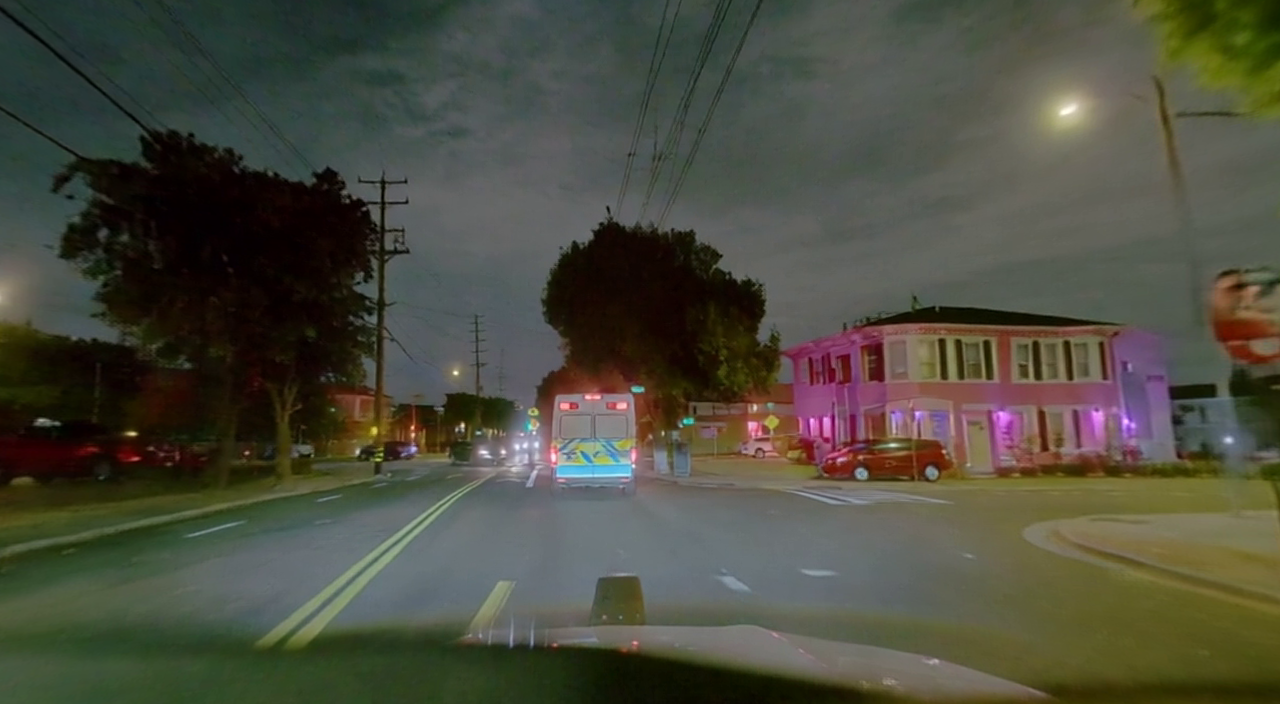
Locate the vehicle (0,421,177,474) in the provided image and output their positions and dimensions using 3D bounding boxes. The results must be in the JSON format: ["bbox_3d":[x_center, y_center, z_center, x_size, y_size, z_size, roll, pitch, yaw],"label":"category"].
[{"bbox_3d":[-19.999,3.318,21.709,5.910,1.681,2.579,1,-11,-8],"label":"vehicle"}]

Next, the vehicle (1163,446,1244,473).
[{"bbox_3d":[36.850,7.033,41.452,2.114,1.588,3.888,-4,-9,11],"label":"vehicle"}]

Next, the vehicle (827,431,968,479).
[{"bbox_3d":[11.268,4.553,28.057,5.270,1.966,2.329,-1,-8,7],"label":"vehicle"}]

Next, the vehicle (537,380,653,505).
[{"bbox_3d":[-1.105,2.313,16.245,2.444,2.640,5.482,0,-8,-3],"label":"vehicle"}]

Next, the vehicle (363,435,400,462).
[{"bbox_3d":[-18.491,6.877,45.128,2.290,1.776,4.947,3,-9,-23],"label":"vehicle"}]

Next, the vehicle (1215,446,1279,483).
[{"bbox_3d":[29.966,5.268,29.851,1.899,1.635,4.603,-2,-8,12],"label":"vehicle"}]

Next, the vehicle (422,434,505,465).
[{"bbox_3d":[-11.011,6.071,39.462,4.502,1.810,2.056,-3,-9,16],"label":"vehicle"}]
